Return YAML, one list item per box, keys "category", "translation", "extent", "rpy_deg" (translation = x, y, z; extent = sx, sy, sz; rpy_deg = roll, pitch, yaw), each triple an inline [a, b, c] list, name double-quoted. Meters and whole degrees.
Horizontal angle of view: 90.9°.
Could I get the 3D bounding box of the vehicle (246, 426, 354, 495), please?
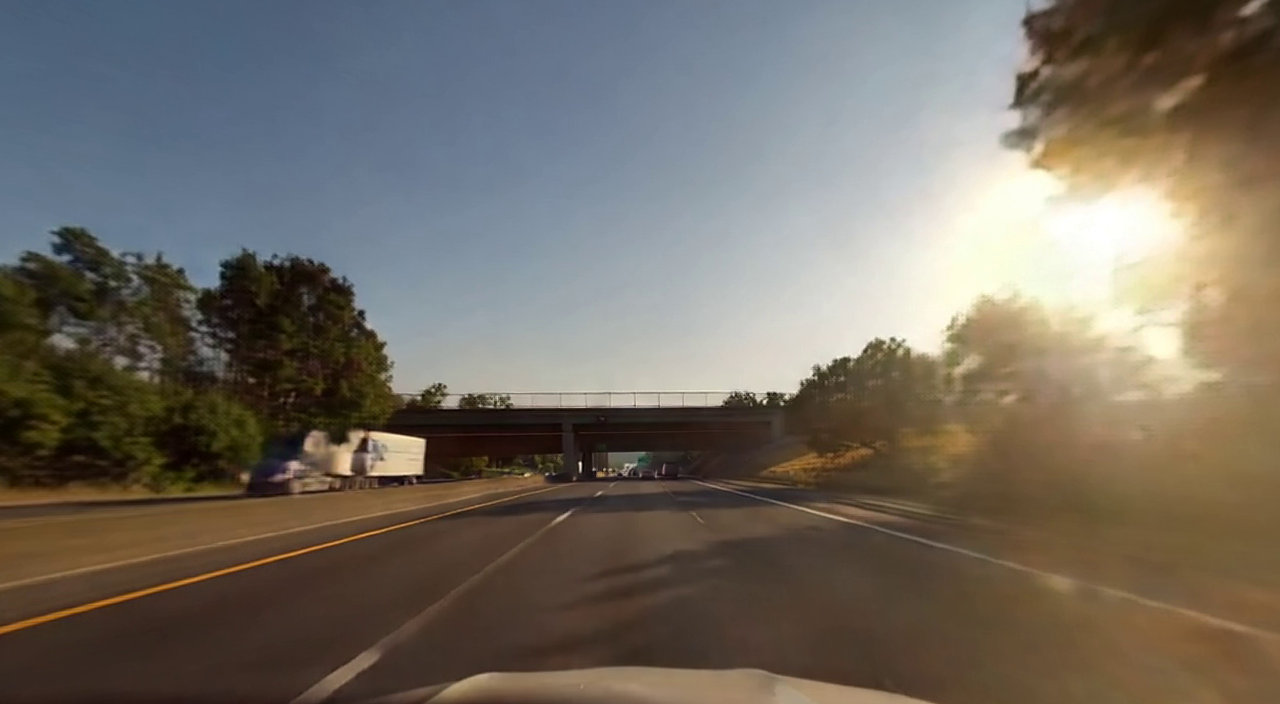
- category: "vehicle"
  translation: [-19.539, 6.354, 36.662]
  extent: [2.844, 3.623, 5.761]
  rpy_deg: [1, -11, 0]
